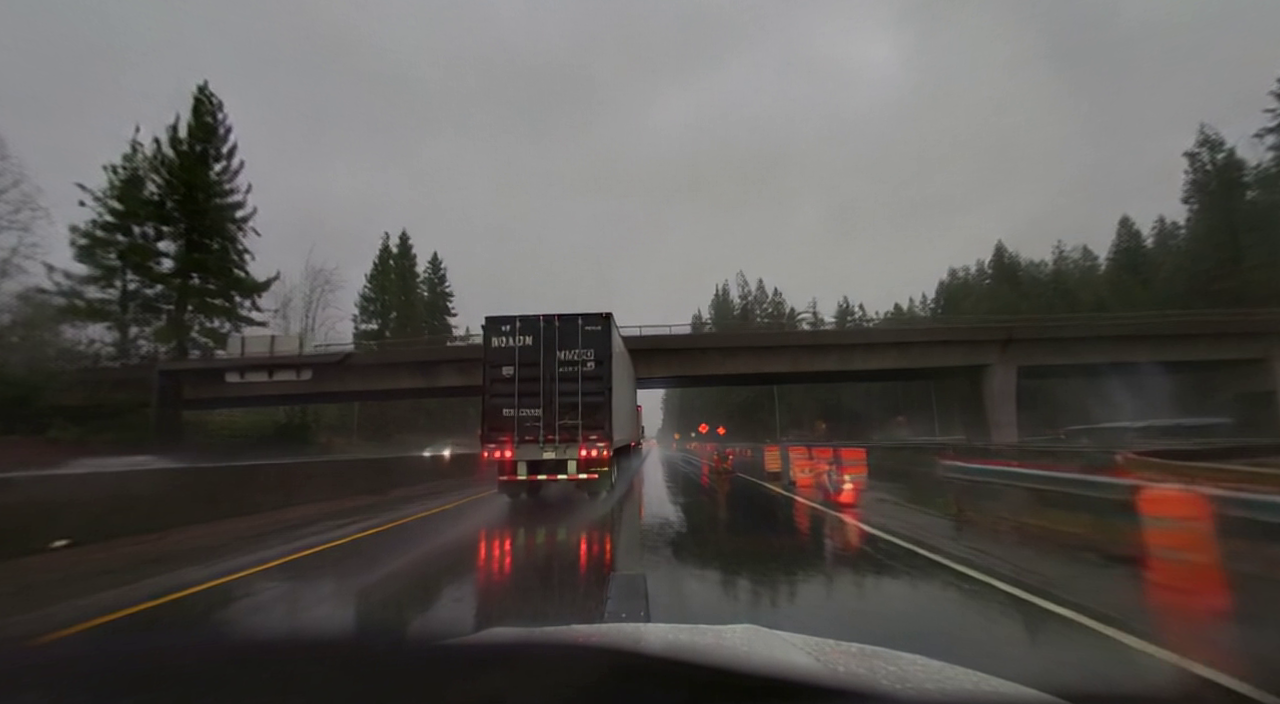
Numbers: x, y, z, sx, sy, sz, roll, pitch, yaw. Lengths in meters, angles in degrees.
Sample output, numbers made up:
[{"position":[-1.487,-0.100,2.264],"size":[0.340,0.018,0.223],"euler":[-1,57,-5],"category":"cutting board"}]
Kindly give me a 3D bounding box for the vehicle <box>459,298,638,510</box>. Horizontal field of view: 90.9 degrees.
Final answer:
[{"position":[-1.733,2.158,20.154],"size":[2.873,4.060,16.327],"euler":[0,-9,2],"category":"vehicle"}]
